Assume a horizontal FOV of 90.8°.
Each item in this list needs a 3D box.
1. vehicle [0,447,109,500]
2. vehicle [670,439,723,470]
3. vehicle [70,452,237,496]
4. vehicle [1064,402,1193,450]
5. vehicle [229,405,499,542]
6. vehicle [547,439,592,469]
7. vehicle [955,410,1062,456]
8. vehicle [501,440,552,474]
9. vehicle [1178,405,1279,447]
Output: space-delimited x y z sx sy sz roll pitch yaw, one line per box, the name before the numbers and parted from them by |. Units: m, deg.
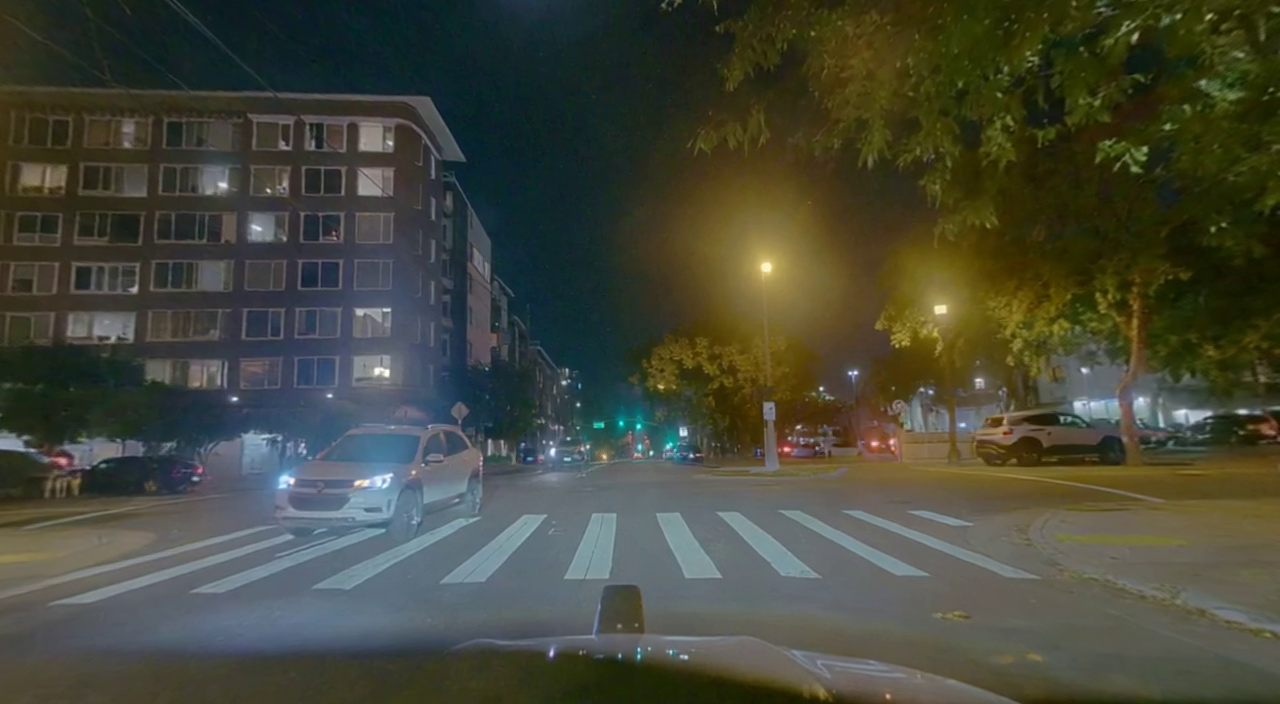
vehicle | -22.351 4.371 22.701 4.591 1.774 2.018 0 -12 1
vehicle | 3.246 5.736 35.542 1.942 1.603 3.785 -4 -9 22
vehicle | -17.263 4.317 22.581 4.439 1.448 1.793 0 -9 0
vehicle | 22.380 3.530 29.296 2.137 1.962 4.988 -1 -9 3
vehicle | -4.760 2.220 12.317 2.395 1.865 5.982 -4 -8 2
vehicle | -4.360 6.380 39.793 2.102 1.768 4.290 -1 -8 3
vehicle | 16.817 3.778 29.156 2.041 1.921 4.574 0 -9 -2
vehicle | -7.512 7.034 42.498 2.193 1.814 5.061 -9 -9 0
vehicle | 27.892 3.470 29.050 1.894 1.757 4.692 0 -9 -3
